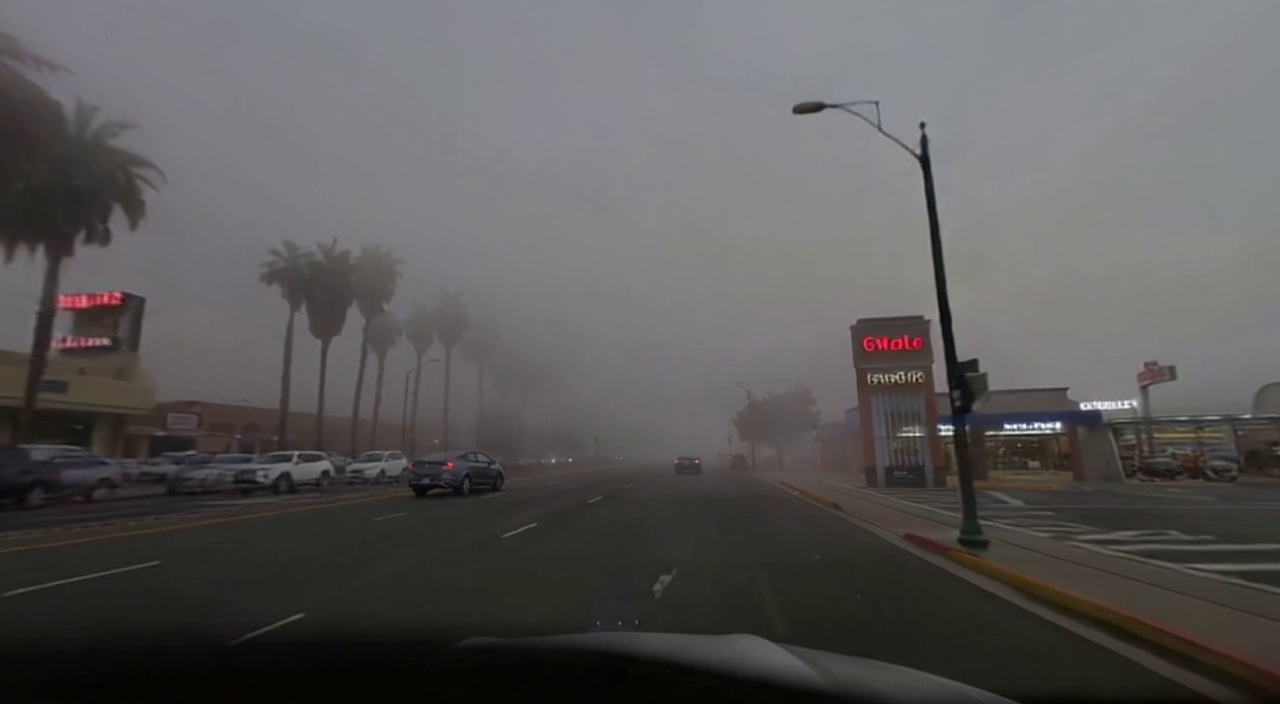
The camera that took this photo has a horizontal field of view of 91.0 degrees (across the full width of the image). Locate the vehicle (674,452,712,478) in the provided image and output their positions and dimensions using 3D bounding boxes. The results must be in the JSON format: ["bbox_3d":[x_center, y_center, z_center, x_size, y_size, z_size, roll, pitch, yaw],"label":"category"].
[{"bbox_3d":[3.398,7.097,39.700,2.139,1.461,4.918,-1,-9,8],"label":"vehicle"}]

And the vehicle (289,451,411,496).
[{"bbox_3d":[-10.796,4.520,23.914,1.981,1.493,4.721,-1,-9,6],"label":"vehicle"}]

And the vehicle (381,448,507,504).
[{"bbox_3d":[-5.870,3.747,19.548,2.090,1.520,4.452,-1,-9,6],"label":"vehicle"}]

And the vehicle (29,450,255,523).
[{"bbox_3d":[-11.606,3.106,15.137,1.776,1.448,4.137,-1,-9,6],"label":"vehicle"}]
